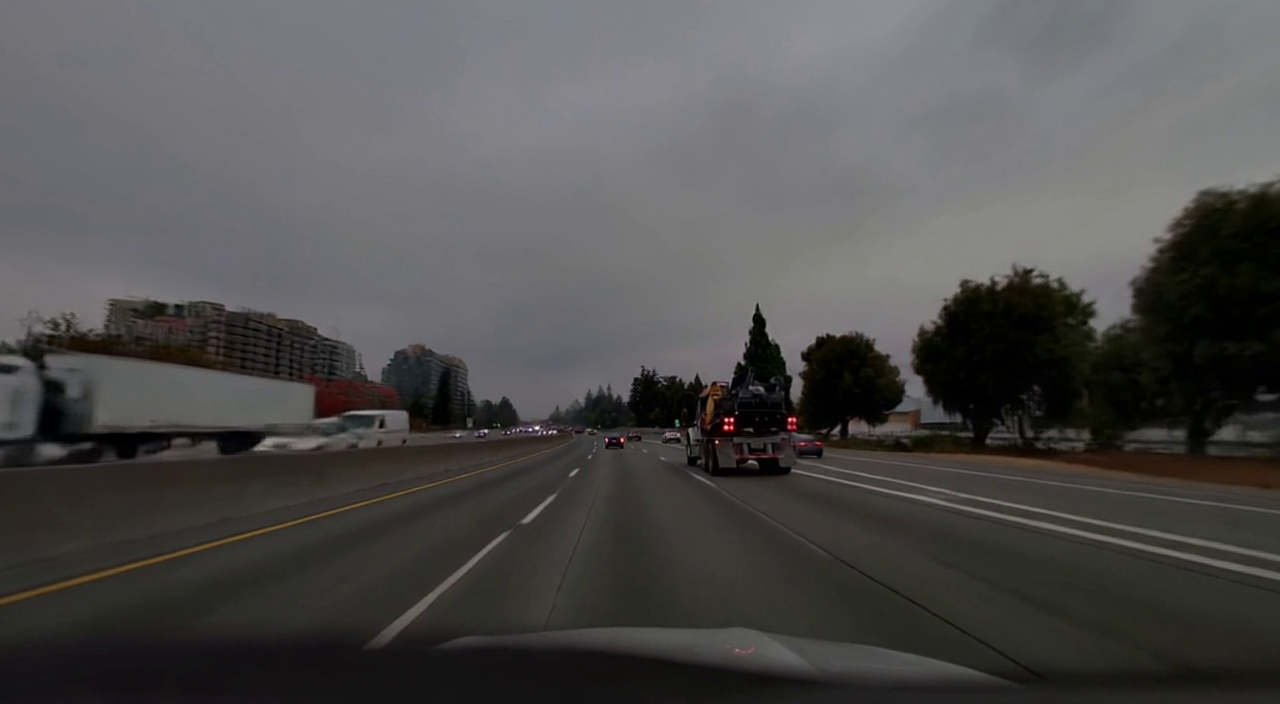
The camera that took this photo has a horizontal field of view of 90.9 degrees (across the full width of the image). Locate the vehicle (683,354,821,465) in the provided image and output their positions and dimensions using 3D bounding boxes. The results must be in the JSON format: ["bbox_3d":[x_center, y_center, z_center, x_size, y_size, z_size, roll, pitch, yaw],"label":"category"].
[{"bbox_3d":[3.510,2.185,22.176,2.833,3.180,8.004,1,-8,-4],"label":"vehicle"}]

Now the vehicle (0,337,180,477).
[{"bbox_3d":[-18.987,1.711,18.781,3.022,3.791,10.271,0,-8,-2],"label":"vehicle"}]

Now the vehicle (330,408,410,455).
[{"bbox_3d":[-15.691,4.679,37.030,2.254,2.533,5.803,0,-8,-2],"label":"vehicle"}]

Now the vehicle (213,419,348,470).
[{"bbox_3d":[-12.014,3.132,21.493,2.000,1.546,4.563,0,-8,-2],"label":"vehicle"}]
